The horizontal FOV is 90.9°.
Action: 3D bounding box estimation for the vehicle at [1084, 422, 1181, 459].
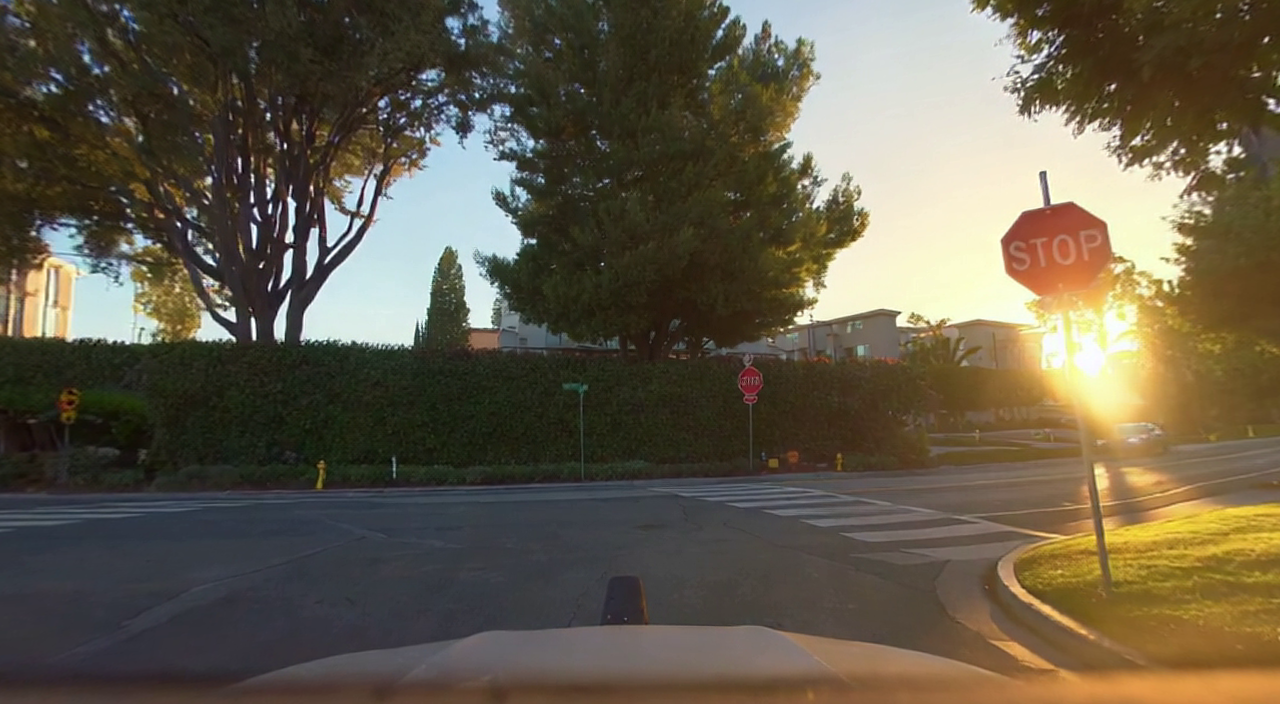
[{"bbox_3d":[21.549,3.888,27.526,4.473,1.474,2.108,6,-10,-36],"label":"vehicle"}]
